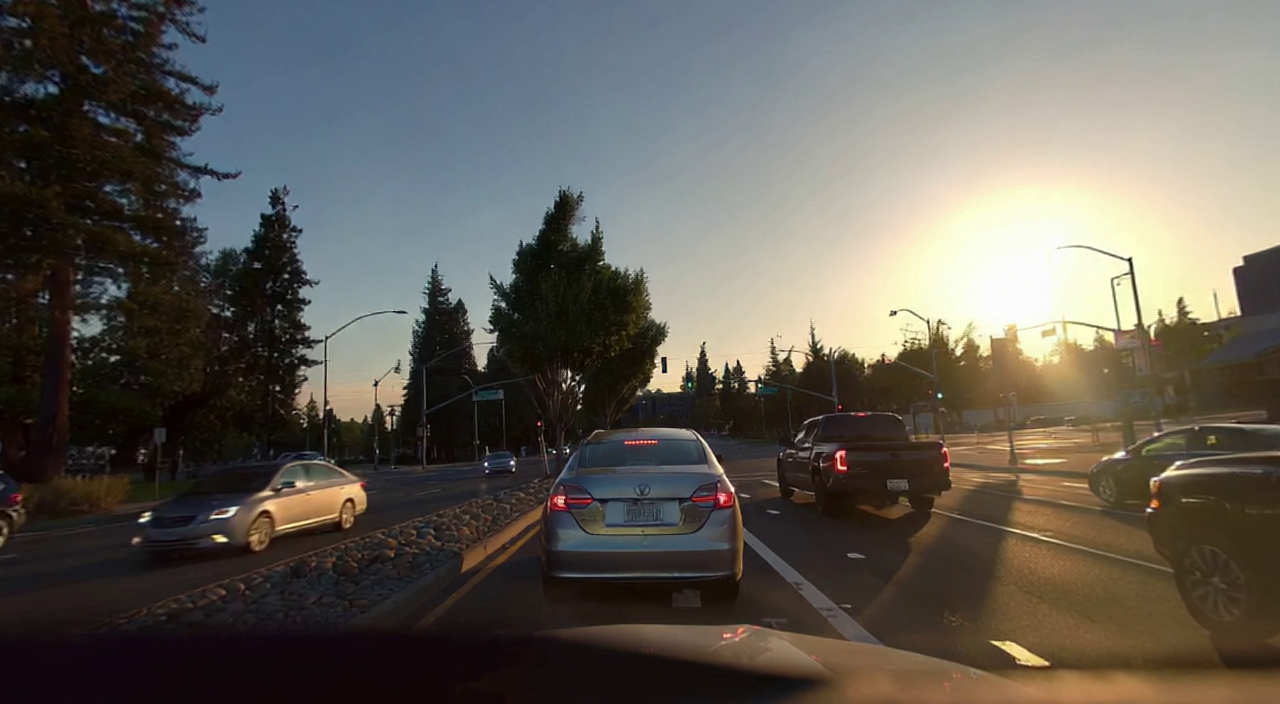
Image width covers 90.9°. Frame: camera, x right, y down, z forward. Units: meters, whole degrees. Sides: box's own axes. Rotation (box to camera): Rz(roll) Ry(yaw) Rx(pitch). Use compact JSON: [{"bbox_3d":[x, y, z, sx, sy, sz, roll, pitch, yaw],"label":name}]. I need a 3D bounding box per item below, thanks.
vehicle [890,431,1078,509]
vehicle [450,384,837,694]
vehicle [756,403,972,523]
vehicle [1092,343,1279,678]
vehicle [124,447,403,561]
[{"bbox_3d":[7.590,2.617,14.530,1.856,1.487,4.454,-1,-8,1],"label":"vehicle"},{"bbox_3d":[-0.014,1.310,5.522,2.116,1.677,3.948,0,-8,-1],"label":"vehicle"},{"bbox_3d":[4.169,2.213,13.117,2.319,1.930,5.651,0,-8,-1],"label":"vehicle"},{"bbox_3d":[4.462,0.716,2.453,2.019,1.803,4.634,-1,-8,2],"label":"vehicle"},{"bbox_3d":[-6.026,2.423,10.959,2.005,1.503,4.559,-1,-8,1],"label":"vehicle"}]
